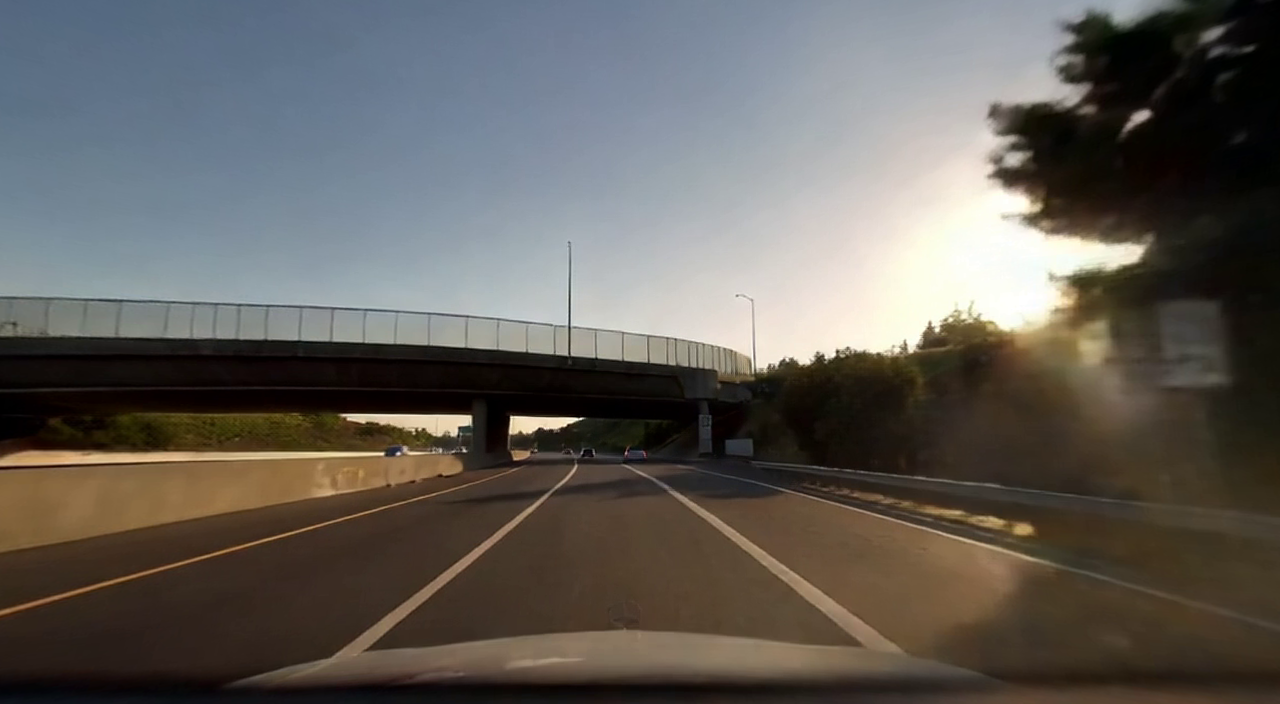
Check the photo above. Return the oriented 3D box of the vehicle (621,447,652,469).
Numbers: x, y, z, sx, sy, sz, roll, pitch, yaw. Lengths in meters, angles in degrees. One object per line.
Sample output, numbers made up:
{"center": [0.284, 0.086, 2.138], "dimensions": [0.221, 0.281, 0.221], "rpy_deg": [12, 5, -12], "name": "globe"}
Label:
{"center": [-0.266, 7.565, 45.085], "dimensions": [2.140, 1.455, 4.135], "rpy_deg": [0, -9, -1], "name": "vehicle"}
